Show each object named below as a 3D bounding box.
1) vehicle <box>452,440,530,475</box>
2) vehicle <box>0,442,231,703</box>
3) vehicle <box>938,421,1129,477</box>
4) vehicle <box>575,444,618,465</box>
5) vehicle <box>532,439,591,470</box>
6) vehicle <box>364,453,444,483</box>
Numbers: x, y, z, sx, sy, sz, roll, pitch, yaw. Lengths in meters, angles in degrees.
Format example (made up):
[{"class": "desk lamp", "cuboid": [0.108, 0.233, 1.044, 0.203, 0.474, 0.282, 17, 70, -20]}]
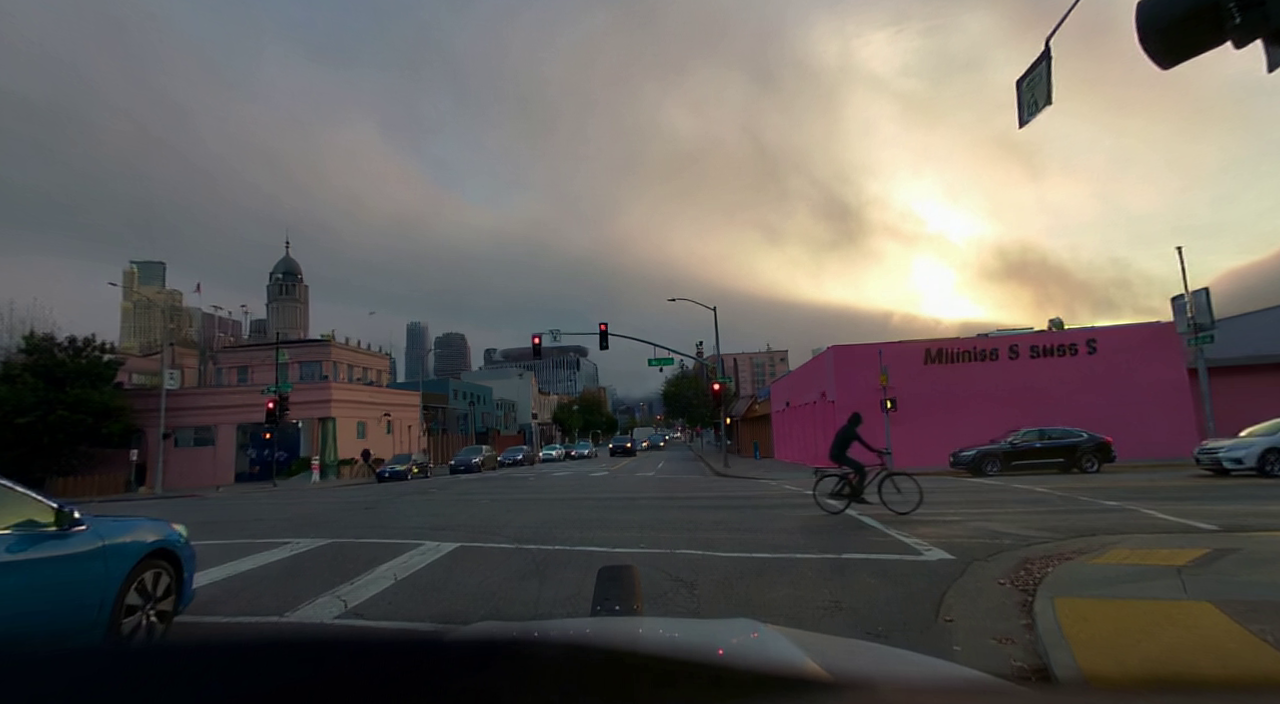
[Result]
[{"class": "vehicle", "cuboid": [-8.390, 5.973, 36.060, 2.152, 1.825, 5.406, -2, -9, 12]}, {"class": "vehicle", "cuboid": [-3.727, 0.972, 2.166, 1.759, 1.325, 4.295, 0, -9, 0]}, {"class": "vehicle", "cuboid": [11.575, 2.880, 18.803, 4.355, 1.546, 1.820, -1, -9, 6]}, {"class": "vehicle", "cuboid": [-3.009, 7.183, 44.148, 1.743, 1.362, 4.350, -2, -9, 14]}, {"class": "vehicle", "cuboid": [-4.499, 5.976, 36.863, 1.928, 1.647, 4.575, -2, -9, 13]}, {"class": "vehicle", "cuboid": [-12.581, 6.174, 33.874, 1.976, 1.425, 4.567, -1, -9, 9]}]
